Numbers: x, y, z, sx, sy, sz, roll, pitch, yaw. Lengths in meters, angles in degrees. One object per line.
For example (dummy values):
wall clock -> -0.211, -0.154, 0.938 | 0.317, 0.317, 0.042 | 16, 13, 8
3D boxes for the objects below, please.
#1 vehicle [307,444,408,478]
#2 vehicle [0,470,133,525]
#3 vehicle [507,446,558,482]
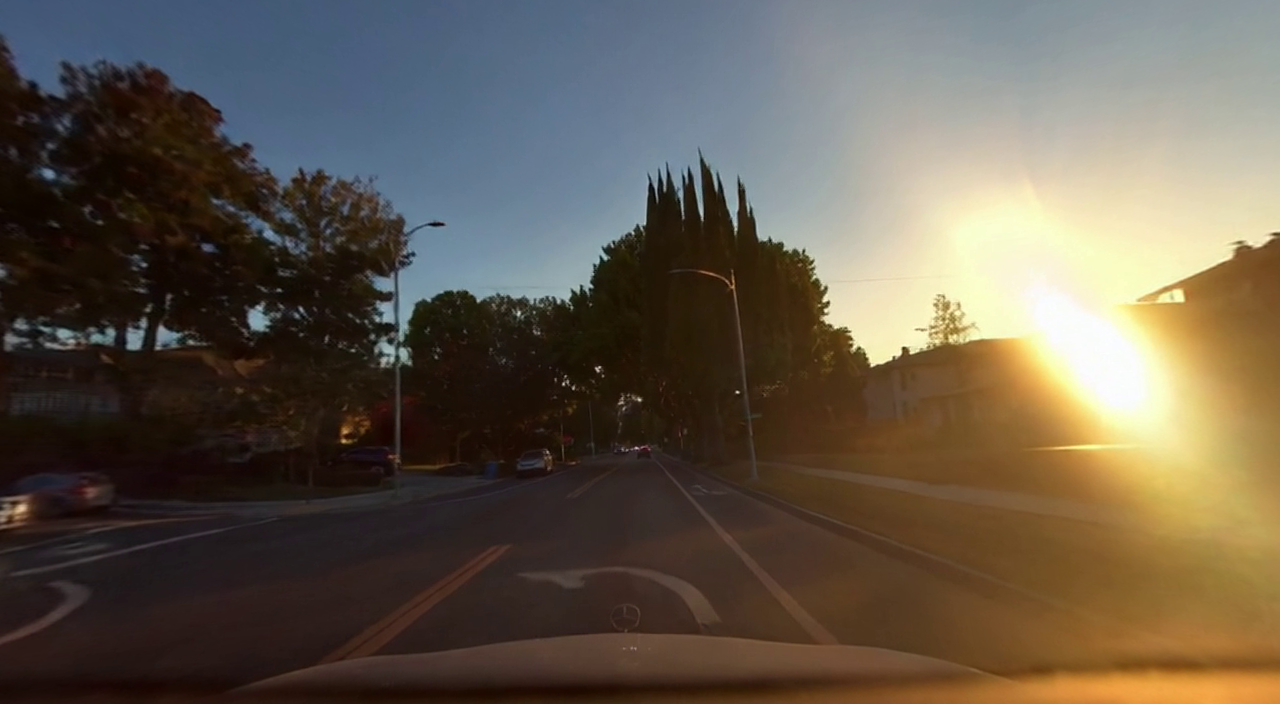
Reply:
vehicle -> -15.613, 6.015, 35.010 | 4.735, 1.712, 1.992 | -2, -9, 9
vehicle -> -17.798, 4.246, 18.640 | 4.321, 1.452, 1.911 | -2, -9, 9
vehicle -> -6.544, 6.880, 38.892 | 2.176, 1.885, 5.174 | -5, -10, -1
